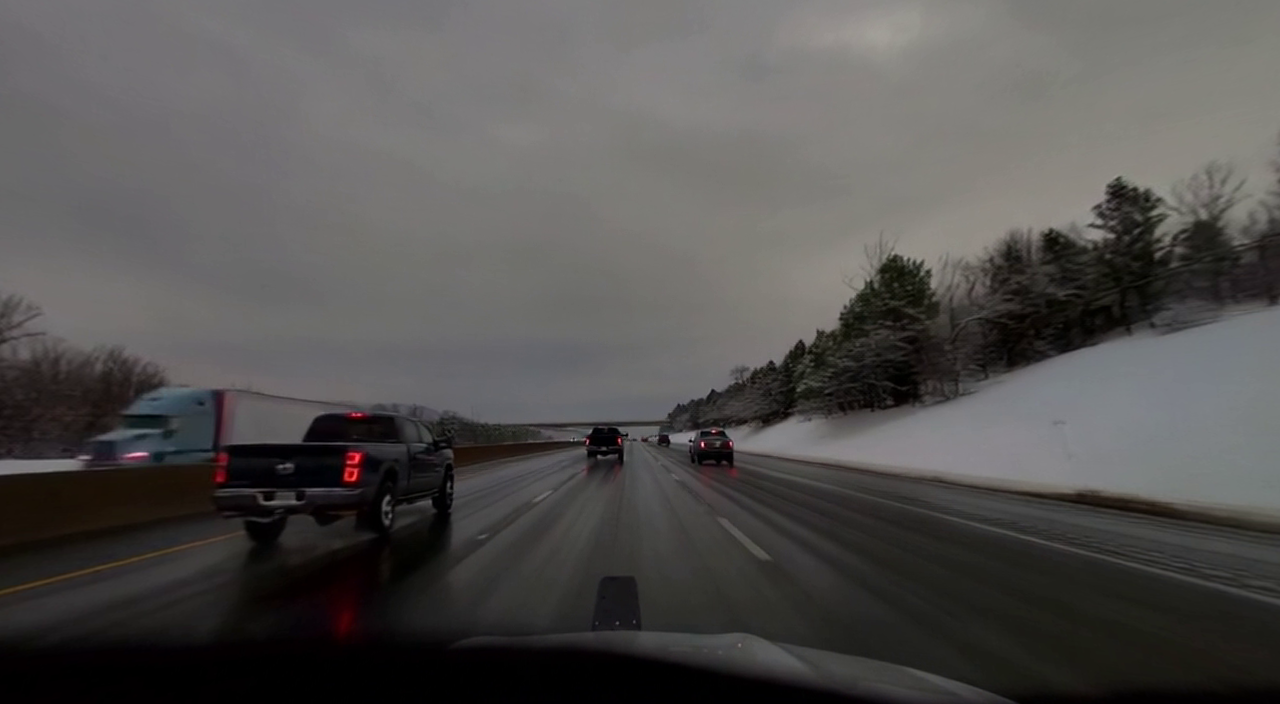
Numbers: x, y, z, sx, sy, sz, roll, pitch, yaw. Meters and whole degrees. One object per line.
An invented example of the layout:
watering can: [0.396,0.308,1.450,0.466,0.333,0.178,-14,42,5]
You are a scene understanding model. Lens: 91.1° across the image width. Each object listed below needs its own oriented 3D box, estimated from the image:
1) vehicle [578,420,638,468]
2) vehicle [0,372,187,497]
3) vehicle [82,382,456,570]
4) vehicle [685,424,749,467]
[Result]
vehicle: [-1.194,3.695,25.468,2.185,1.772,4.656,0,-8,0]
vehicle: [-19.685,2.926,22.453,2.935,3.893,5.232,1,-8,-1]
vehicle: [-3.974,1.404,7.899,1.997,1.663,4.451,0,-8,0]
vehicle: [3.284,4.071,27.602,2.124,1.696,4.173,0,-8,-2]
